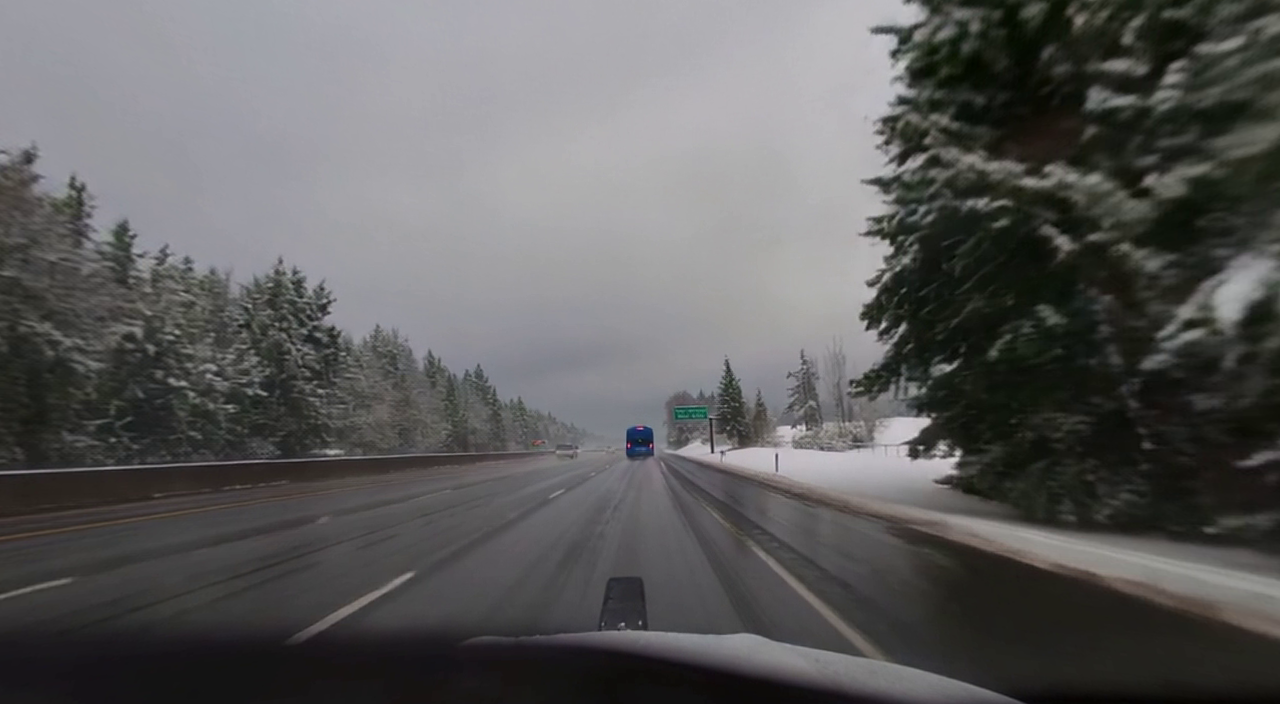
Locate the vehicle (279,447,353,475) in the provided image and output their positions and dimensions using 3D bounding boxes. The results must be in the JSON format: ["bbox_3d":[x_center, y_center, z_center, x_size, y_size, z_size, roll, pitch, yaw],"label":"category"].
[{"bbox_3d":[-21.796,7.340,42.749,2.017,1.737,5.648,0,-8,1],"label":"vehicle"}]
